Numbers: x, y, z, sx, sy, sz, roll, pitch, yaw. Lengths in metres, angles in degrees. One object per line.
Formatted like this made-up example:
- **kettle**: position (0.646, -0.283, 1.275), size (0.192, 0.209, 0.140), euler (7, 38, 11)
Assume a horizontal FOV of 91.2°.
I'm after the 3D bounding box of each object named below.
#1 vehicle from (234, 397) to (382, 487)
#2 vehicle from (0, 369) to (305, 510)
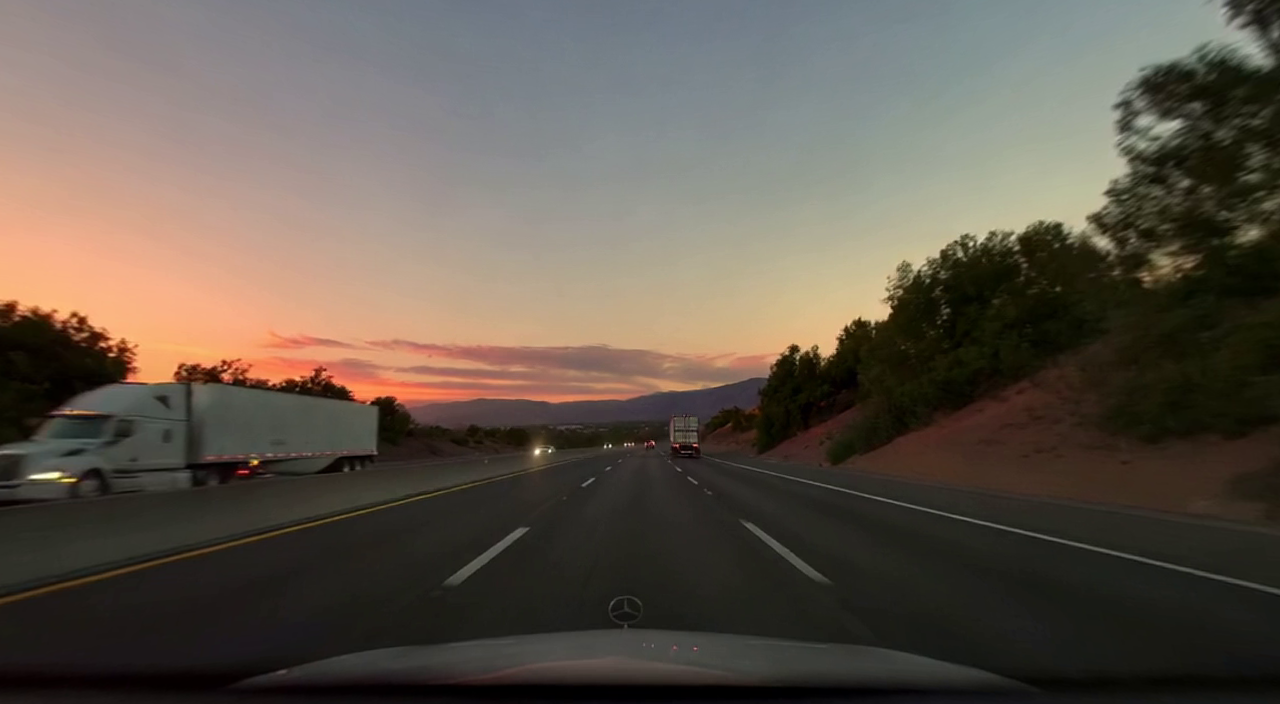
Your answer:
- **vehicle**: position (-16.776, 4.715, 32.732), size (2.876, 4.046, 8.509), euler (0, -9, 1)
- **vehicle**: position (-16.805, 3.271, 23.281), size (3.059, 4.067, 10.156), euler (0, -9, 0)
